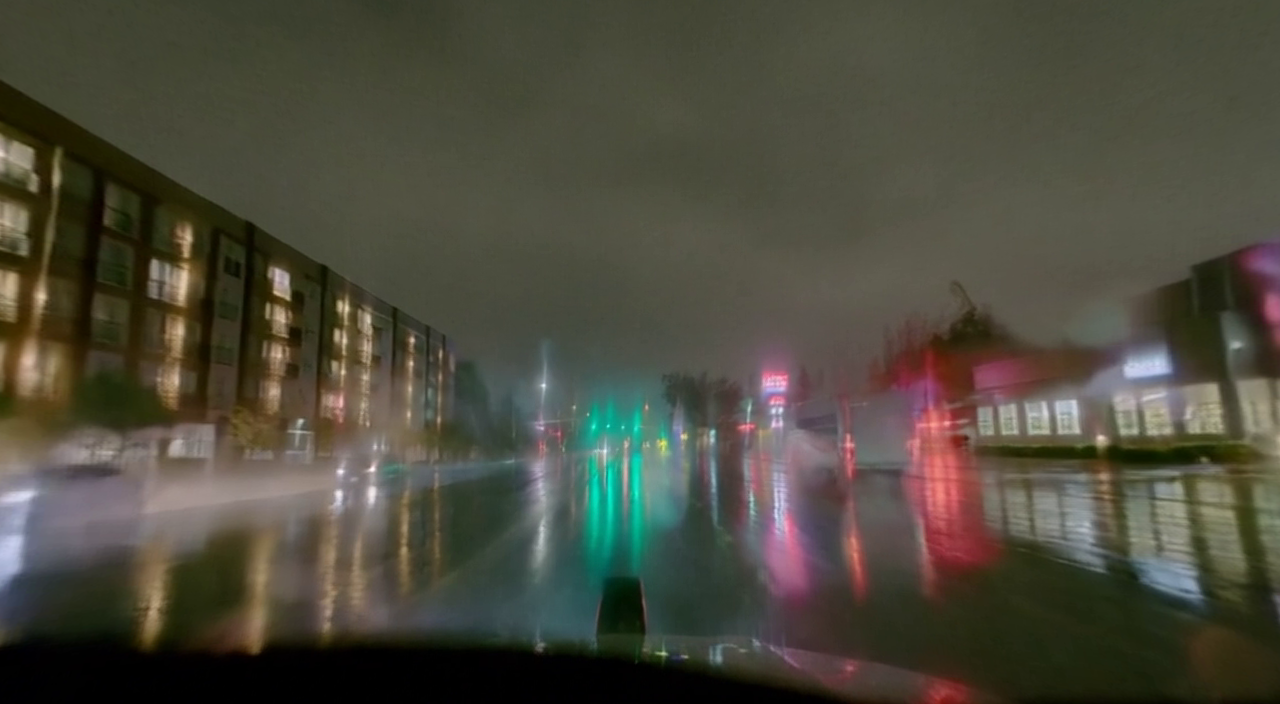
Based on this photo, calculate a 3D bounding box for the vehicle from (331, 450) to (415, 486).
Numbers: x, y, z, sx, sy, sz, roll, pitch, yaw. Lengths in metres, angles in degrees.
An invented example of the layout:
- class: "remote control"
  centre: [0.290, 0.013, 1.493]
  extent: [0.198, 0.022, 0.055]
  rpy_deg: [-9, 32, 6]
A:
- class: "vehicle"
  centre: [-11.942, 5.195, 28.654]
  extent: [1.901, 1.465, 4.604]
  rpy_deg: [0, -8, -1]

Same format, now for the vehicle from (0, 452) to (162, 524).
- class: "vehicle"
  centre: [-14.700, 3.337, 15.692]
  extent: [1.841, 1.543, 4.680]
  rpy_deg: [-2, -10, 2]

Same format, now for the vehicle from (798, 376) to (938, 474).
- class: "vehicle"
  centre: [9.994, 3.509, 29.136]
  extent: [3.174, 3.794, 9.019]
  rpy_deg: [-1, -9, 1]

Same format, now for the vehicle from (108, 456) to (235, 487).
- class: "vehicle"
  centre: [-24.466, 6.247, 33.216]
  extent: [4.862, 1.510, 2.027]
  rpy_deg: [2, -9, -12]
